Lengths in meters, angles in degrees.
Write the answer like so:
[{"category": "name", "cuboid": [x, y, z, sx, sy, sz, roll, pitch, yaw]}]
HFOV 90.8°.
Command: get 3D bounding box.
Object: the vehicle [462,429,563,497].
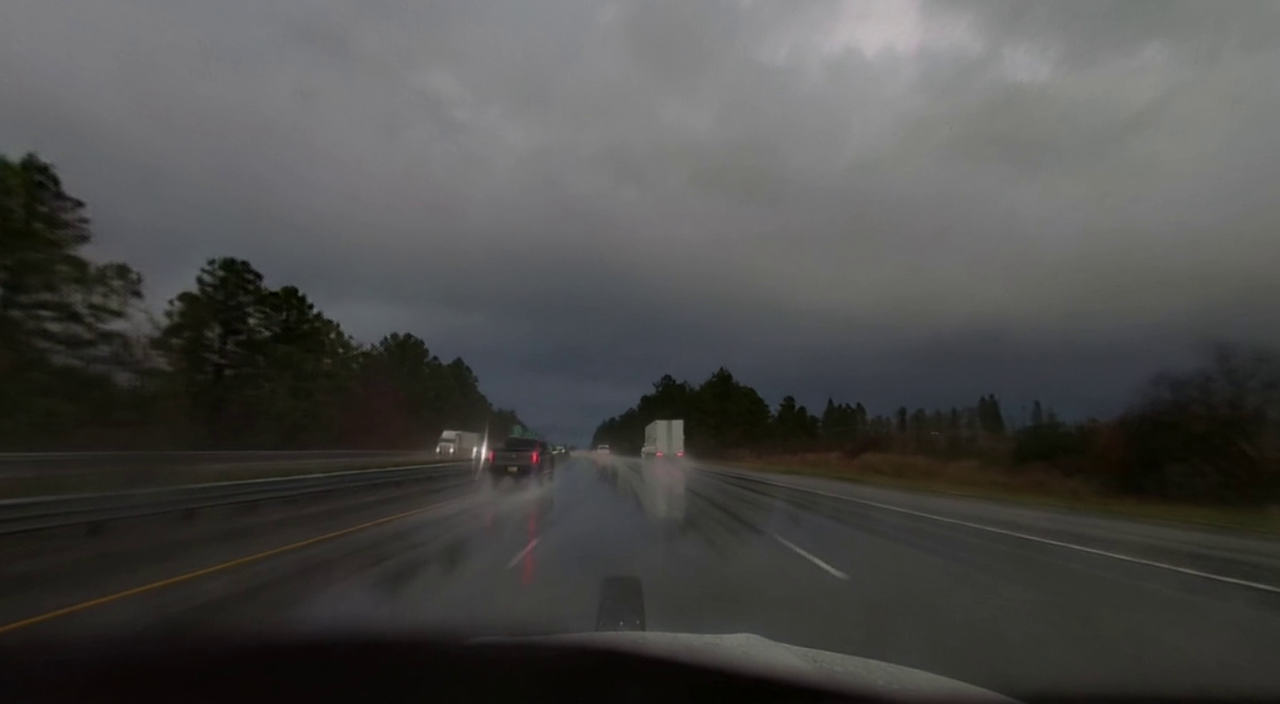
[{"category": "vehicle", "cuboid": [-3.956, 3.571, 20.586, 2.337, 1.942, 4.984, 0, -9, -1]}]
